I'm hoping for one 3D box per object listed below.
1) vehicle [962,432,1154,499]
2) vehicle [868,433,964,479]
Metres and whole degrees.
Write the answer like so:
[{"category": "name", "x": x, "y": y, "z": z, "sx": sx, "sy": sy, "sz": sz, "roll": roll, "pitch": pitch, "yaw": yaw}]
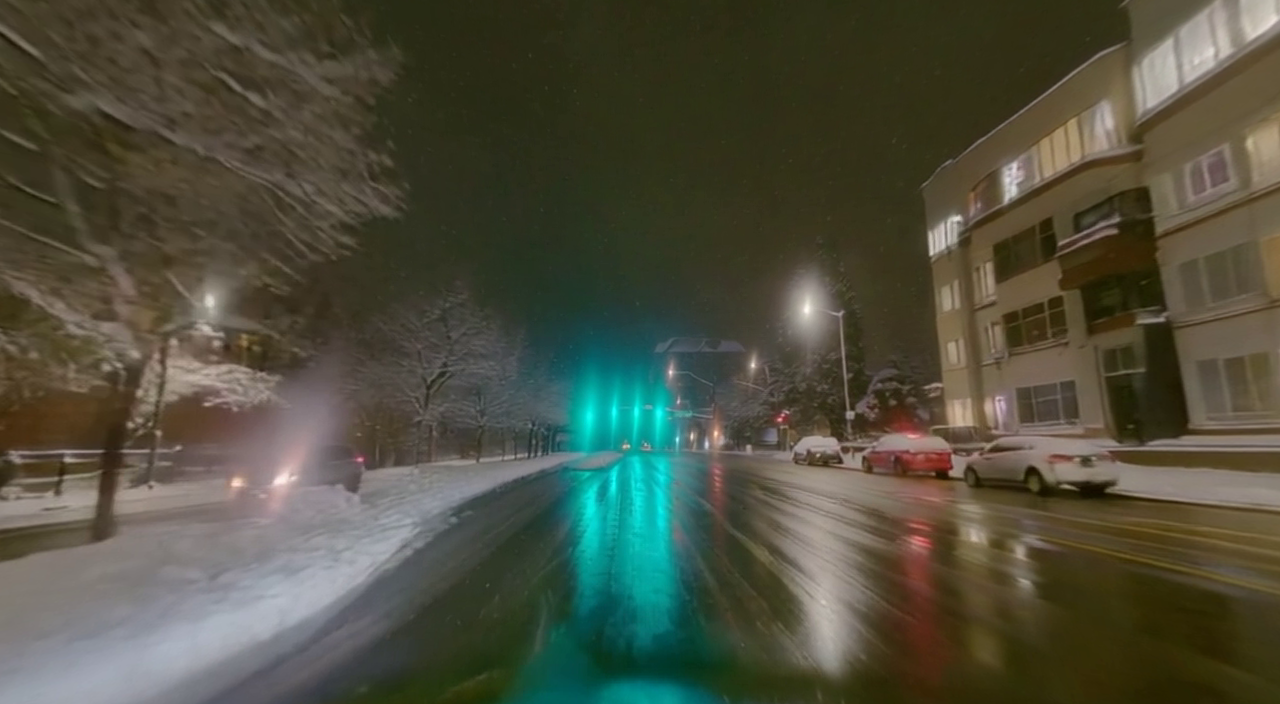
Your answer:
[{"category": "vehicle", "x": 10.399, "y": 2.849, "z": 16.230, "sx": 1.956, "sy": 1.462, "sz": 4.306, "roll": 0, "pitch": -8, "yaw": 0}, {"category": "vehicle", "x": 10.525, "y": 3.982, "z": 24.418, "sx": 1.889, "sy": 1.631, "sz": 4.021, "roll": 0, "pitch": -9, "yaw": 1}]
